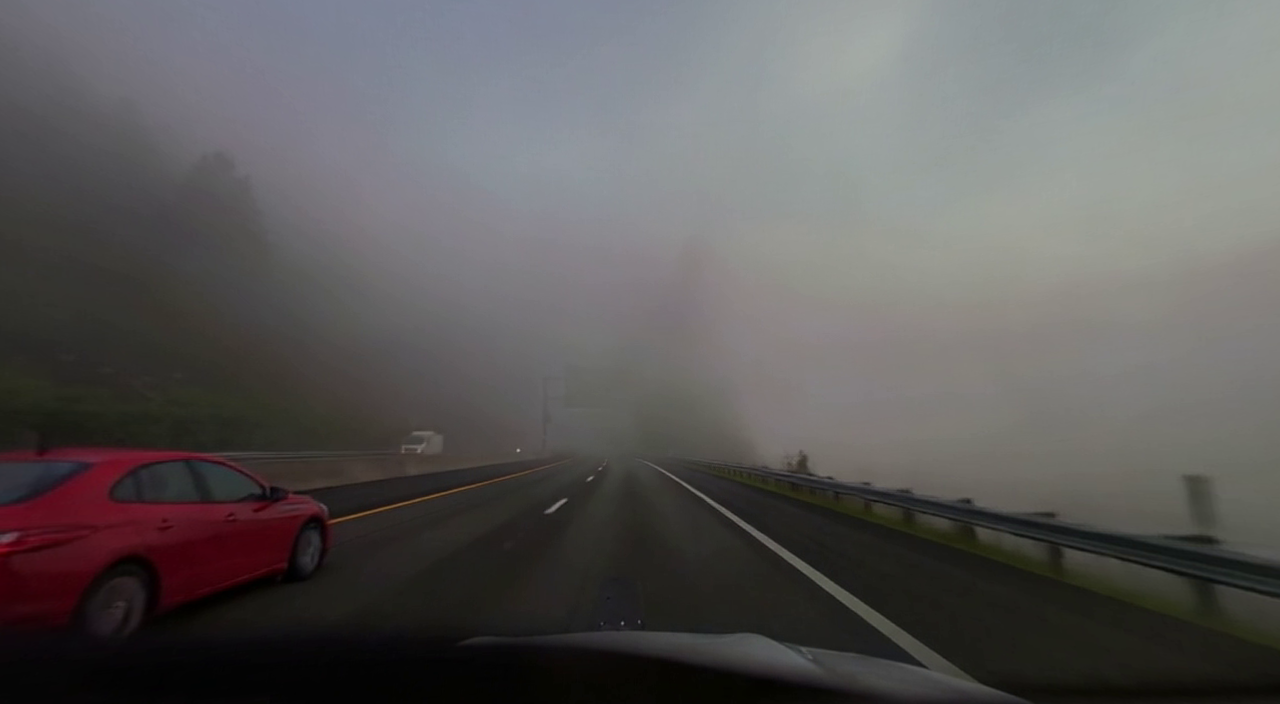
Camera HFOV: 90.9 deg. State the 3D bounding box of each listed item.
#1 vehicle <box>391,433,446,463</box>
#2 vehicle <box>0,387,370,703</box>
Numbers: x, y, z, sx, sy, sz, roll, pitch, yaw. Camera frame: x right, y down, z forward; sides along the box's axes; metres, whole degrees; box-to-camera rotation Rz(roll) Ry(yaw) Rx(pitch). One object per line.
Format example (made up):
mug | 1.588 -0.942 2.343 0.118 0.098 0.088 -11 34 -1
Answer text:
vehicle | -16.596 7.251 47.550 2.314 2.079 5.666 0 -9 -2
vehicle | -3.853 1.211 4.614 1.990 1.532 3.911 0 -9 0
